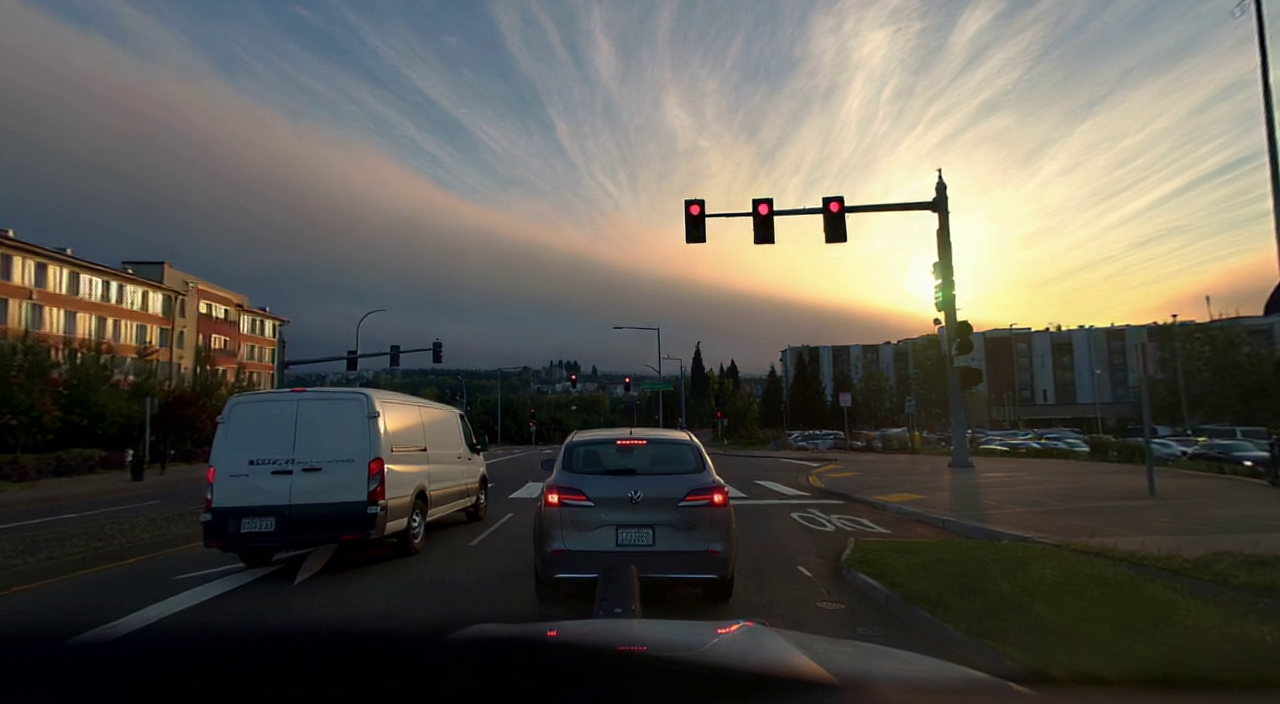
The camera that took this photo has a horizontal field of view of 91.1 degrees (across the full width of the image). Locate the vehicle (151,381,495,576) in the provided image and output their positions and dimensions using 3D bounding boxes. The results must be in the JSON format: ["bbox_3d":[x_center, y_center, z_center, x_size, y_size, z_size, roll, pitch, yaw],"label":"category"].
[{"bbox_3d":[-3.576,1.526,8.536,2.076,1.820,5.100,0,-8,-1],"label":"vehicle"}]

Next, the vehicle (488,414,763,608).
[{"bbox_3d":[-0.112,1.465,6.768,2.064,1.452,3.942,0,-8,0],"label":"vehicle"}]
